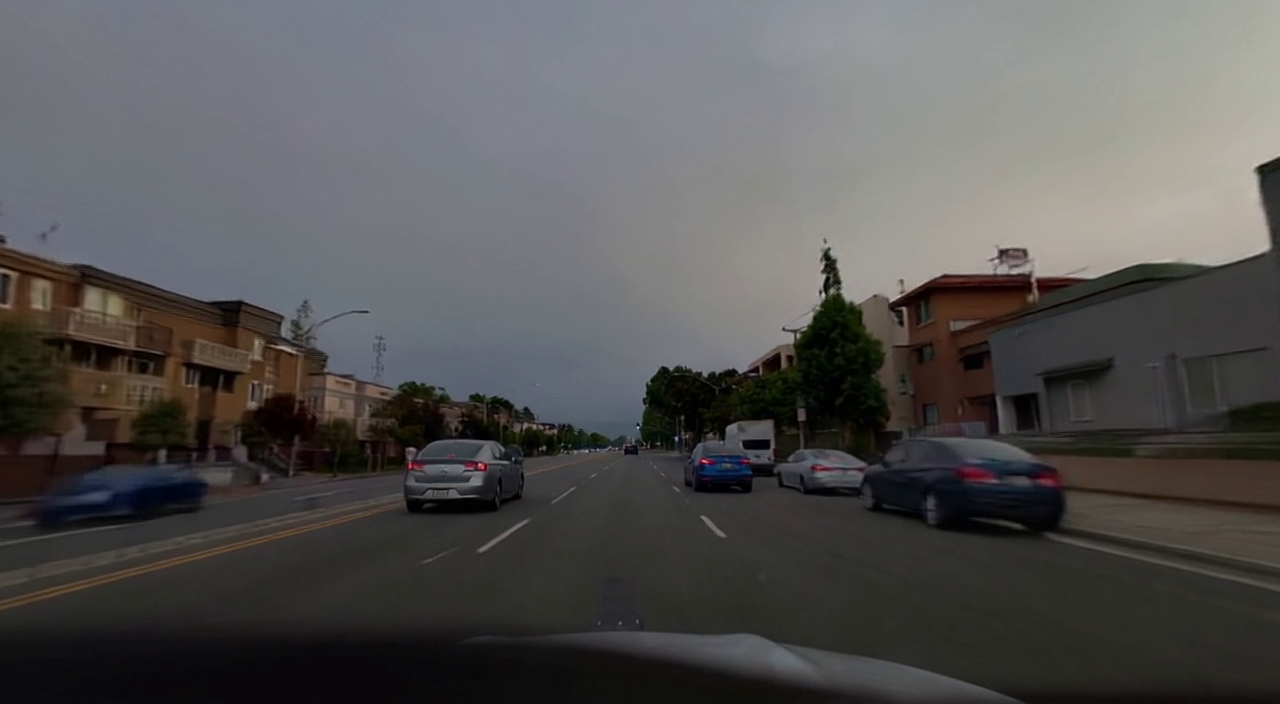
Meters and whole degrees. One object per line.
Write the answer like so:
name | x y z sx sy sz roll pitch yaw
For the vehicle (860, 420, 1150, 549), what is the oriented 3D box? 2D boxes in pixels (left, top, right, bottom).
vehicle | 6.035 2.240 11.522 2.085 1.782 5.258 0 -8 -1

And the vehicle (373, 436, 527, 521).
vehicle | -3.823 2.599 13.568 2.062 1.527 4.044 0 -8 0

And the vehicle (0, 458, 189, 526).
vehicle | -14.968 3.696 17.276 1.907 1.494 4.549 0 -8 0

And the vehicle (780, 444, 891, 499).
vehicle | 5.819 3.593 19.456 1.905 1.471 4.596 0 -8 -1

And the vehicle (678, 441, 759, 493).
vehicle | 2.402 3.663 20.517 1.978 1.471 4.426 0 -8 -1

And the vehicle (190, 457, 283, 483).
vehicle | -24.177 7.060 37.935 4.398 1.486 1.837 -1 -8 3
